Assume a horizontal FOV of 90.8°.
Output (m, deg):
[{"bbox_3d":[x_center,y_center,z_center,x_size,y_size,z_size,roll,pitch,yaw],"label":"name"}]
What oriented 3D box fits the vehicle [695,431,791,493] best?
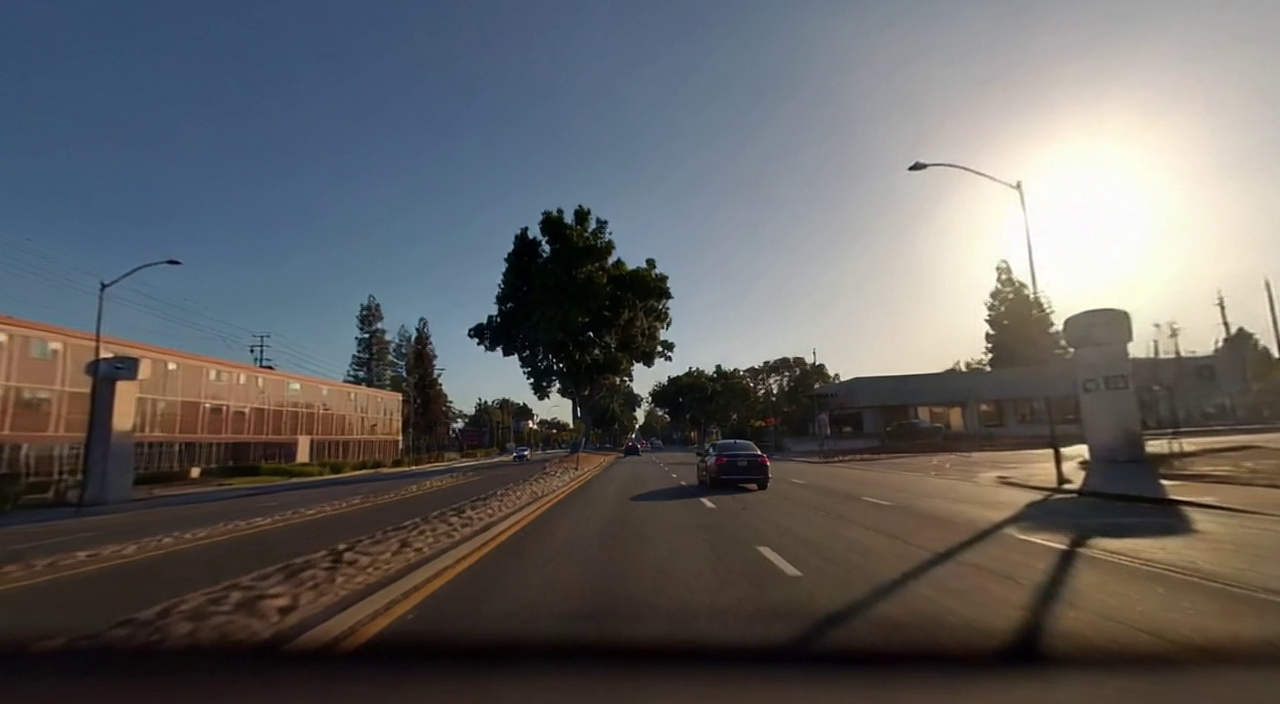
[{"bbox_3d":[2.932,3.253,19.103,1.995,1.616,4.729,0,-8,-1],"label":"vehicle"}]
